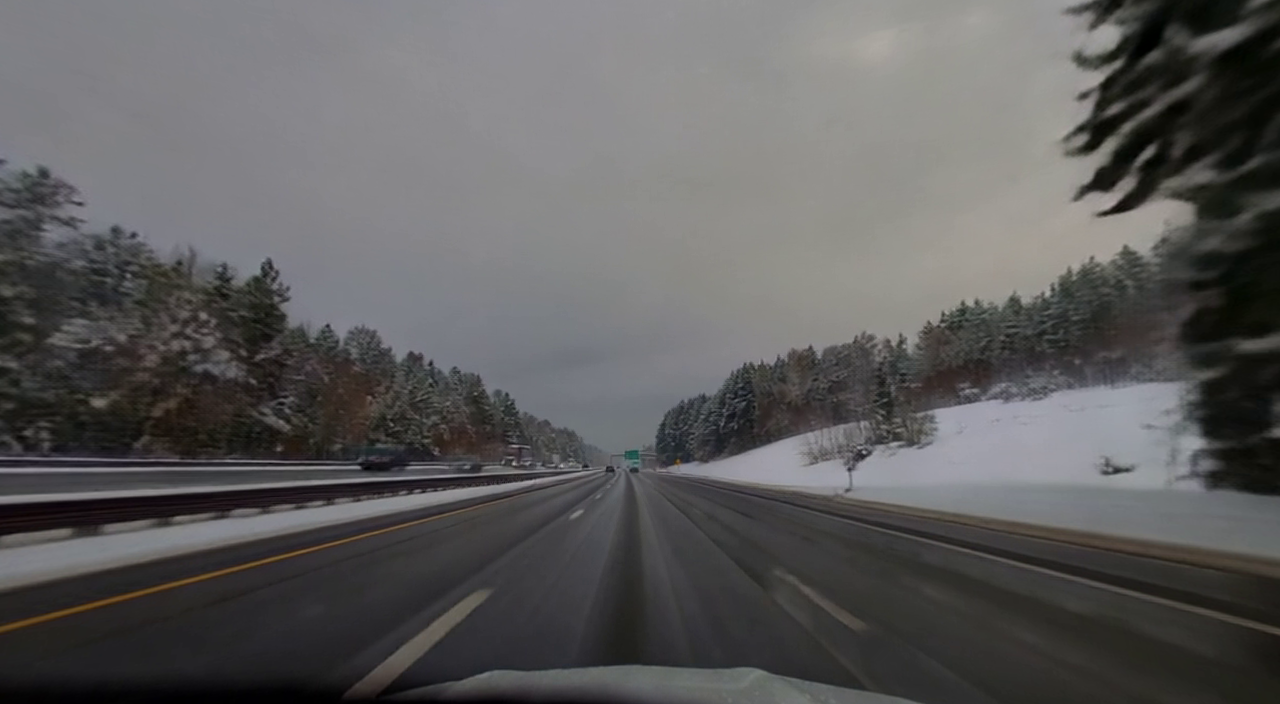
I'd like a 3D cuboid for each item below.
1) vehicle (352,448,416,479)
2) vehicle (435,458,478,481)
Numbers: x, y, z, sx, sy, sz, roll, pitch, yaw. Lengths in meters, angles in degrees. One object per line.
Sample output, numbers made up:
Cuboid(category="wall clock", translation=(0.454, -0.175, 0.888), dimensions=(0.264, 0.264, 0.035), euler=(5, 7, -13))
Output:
Cuboid(category="vehicle", translation=(-16.186, 7.138, 40.148), dimensions=(2.012, 1.791, 4.992), euler=(1, -10, 0))
Cuboid(category="vehicle", translation=(-12.225, 7.835, 42.097), dimensions=(1.753, 1.410, 3.655), euler=(1, -10, 0))
